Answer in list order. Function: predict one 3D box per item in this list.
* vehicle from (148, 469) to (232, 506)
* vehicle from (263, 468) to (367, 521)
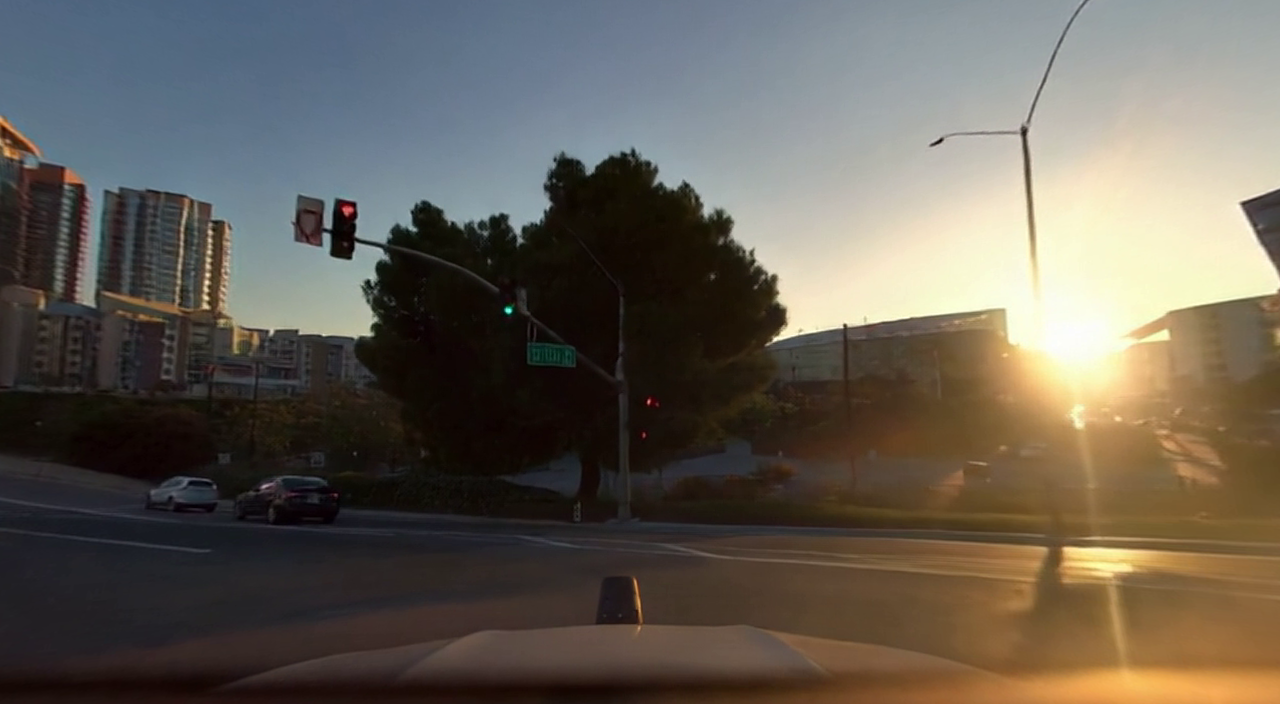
[{"bbox_3d":[-22.777,6.811,31.954,3.852,1.605,2.007,-6,-10,32],"label":"vehicle"},{"bbox_3d":[-11.392,4.891,22.045,2.048,1.516,3.874,8,-12,-44],"label":"vehicle"}]
